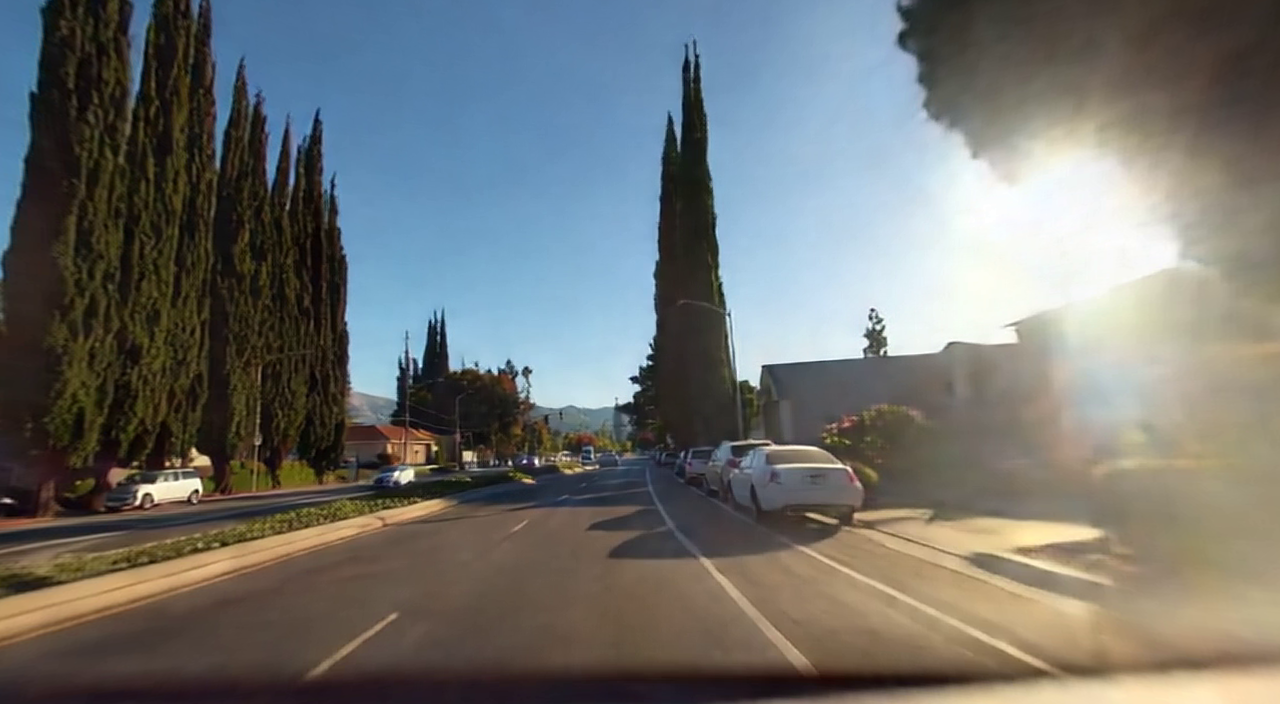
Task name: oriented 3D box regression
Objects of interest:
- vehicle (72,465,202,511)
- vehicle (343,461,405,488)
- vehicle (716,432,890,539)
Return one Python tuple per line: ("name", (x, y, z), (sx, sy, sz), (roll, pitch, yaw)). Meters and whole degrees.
("vehicle", (-25.154, 6.789, 31.883), (2.305, 1.919, 5.187), (0, -8, -1))
("vehicle", (-17.278, 7.973, 41.229), (1.946, 1.492, 4.794), (0, -8, 0))
("vehicle", (3.012, 2.596, 13.060), (2.078, 1.738, 5.133), (0, -8, -2))
